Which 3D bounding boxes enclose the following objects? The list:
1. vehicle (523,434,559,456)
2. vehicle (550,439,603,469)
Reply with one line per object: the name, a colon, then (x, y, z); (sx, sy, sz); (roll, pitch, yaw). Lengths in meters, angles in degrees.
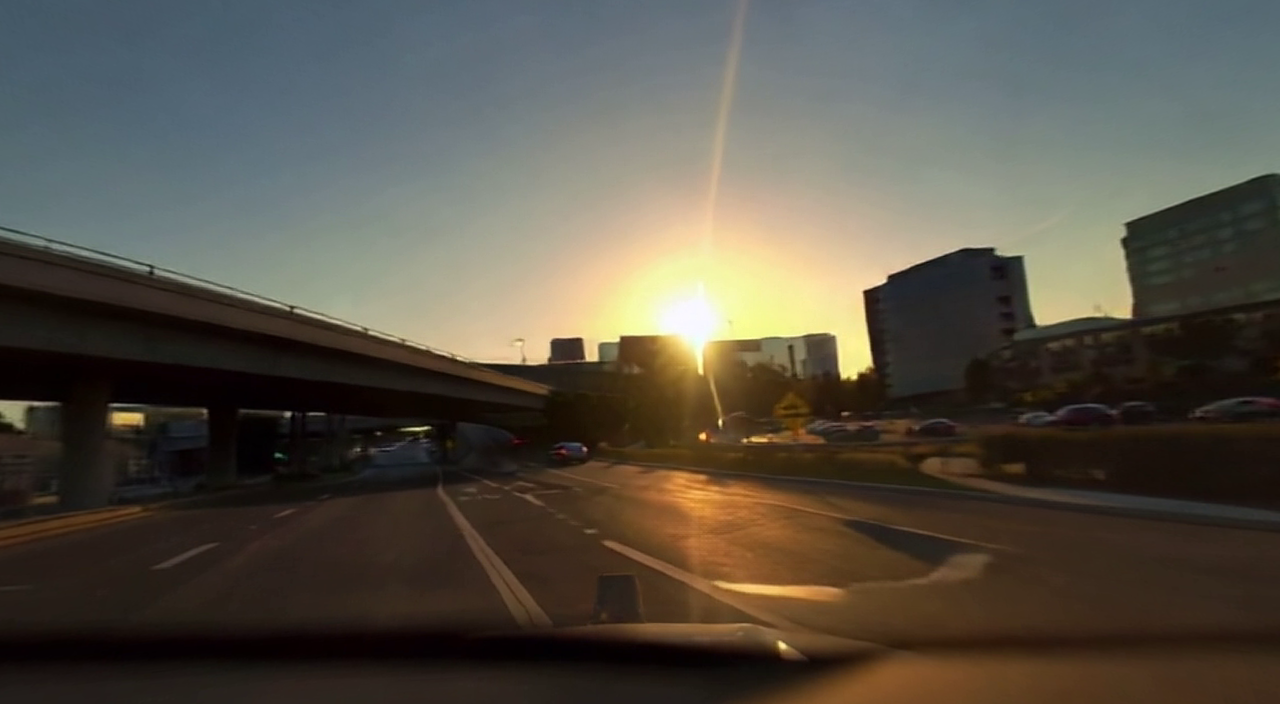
vehicle: (-7.784, 7.272, 49.269); (2.007, 1.605, 3.852); (3, -9, -21)
vehicle: (-3.529, 5.536, 34.410); (2.048, 1.516, 3.874); (3, -9, -19)
